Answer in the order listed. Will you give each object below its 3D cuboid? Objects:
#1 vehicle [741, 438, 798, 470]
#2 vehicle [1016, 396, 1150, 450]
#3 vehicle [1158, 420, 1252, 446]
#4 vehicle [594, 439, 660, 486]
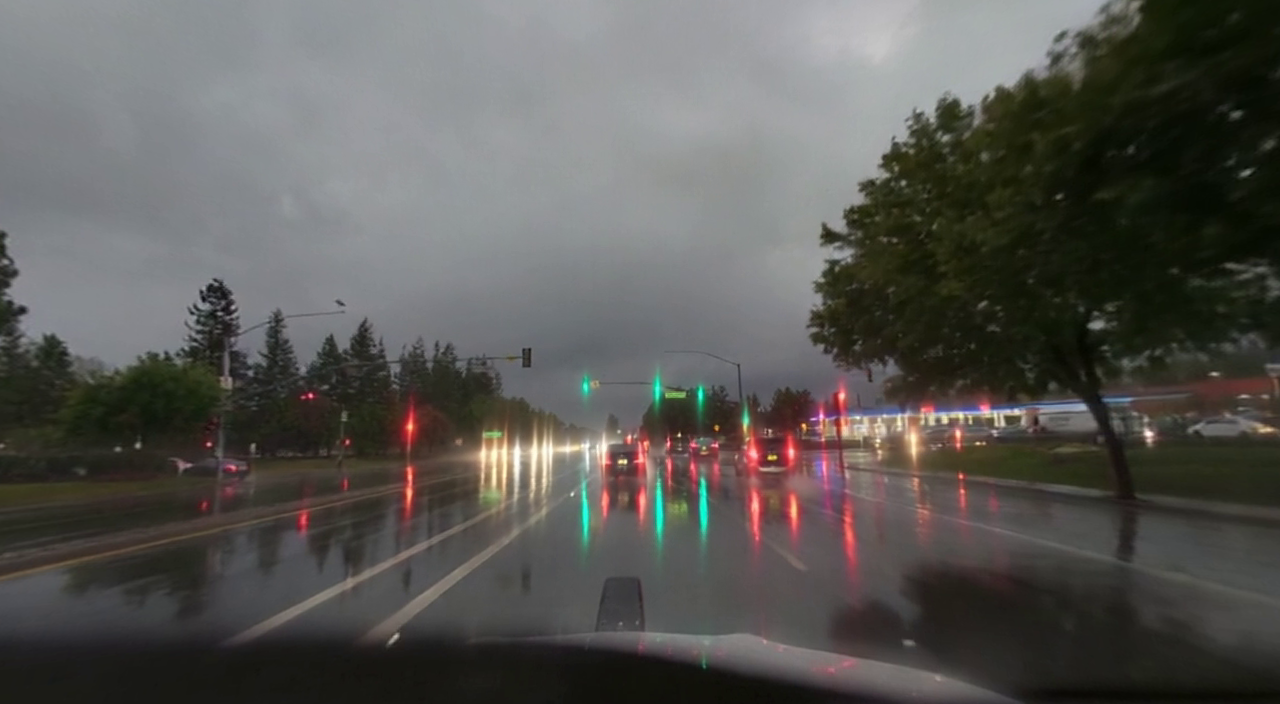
[{"bbox_3d":[6.388,5.097,31.685,1.890,1.489,4.396,0,-8,-1],"label":"vehicle"},{"bbox_3d":[29.059,4.855,42.043,2.940,3.265,7.968,0,-9,-1],"label":"vehicle"},{"bbox_3d":[37.653,5.471,42.243,1.879,1.650,4.496,1,-9,-5],"label":"vehicle"},{"bbox_3d":[-0.399,3.715,21.540,2.040,1.451,3.736,0,-8,0],"label":"vehicle"}]
